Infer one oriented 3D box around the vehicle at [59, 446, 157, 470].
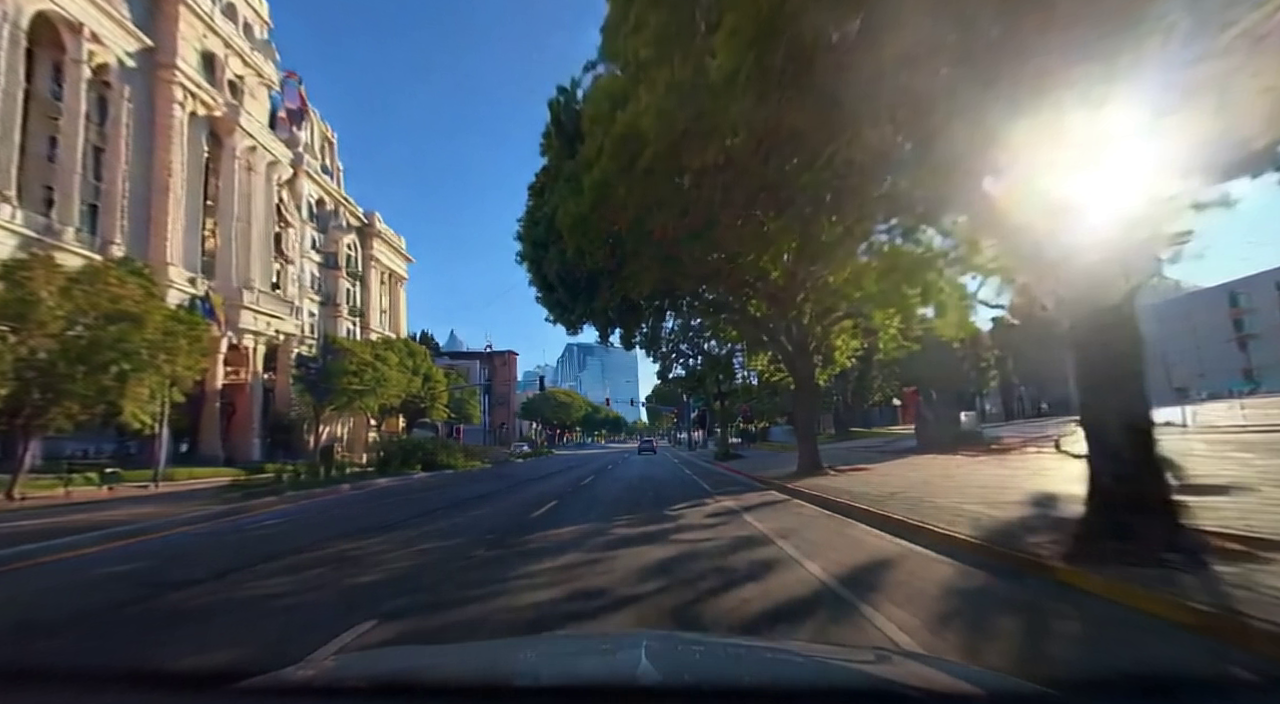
[{"bbox_3d":[-32.525,6.482,38.620,4.397,1.454,1.803,0,-9,2],"label":"vehicle"}]
